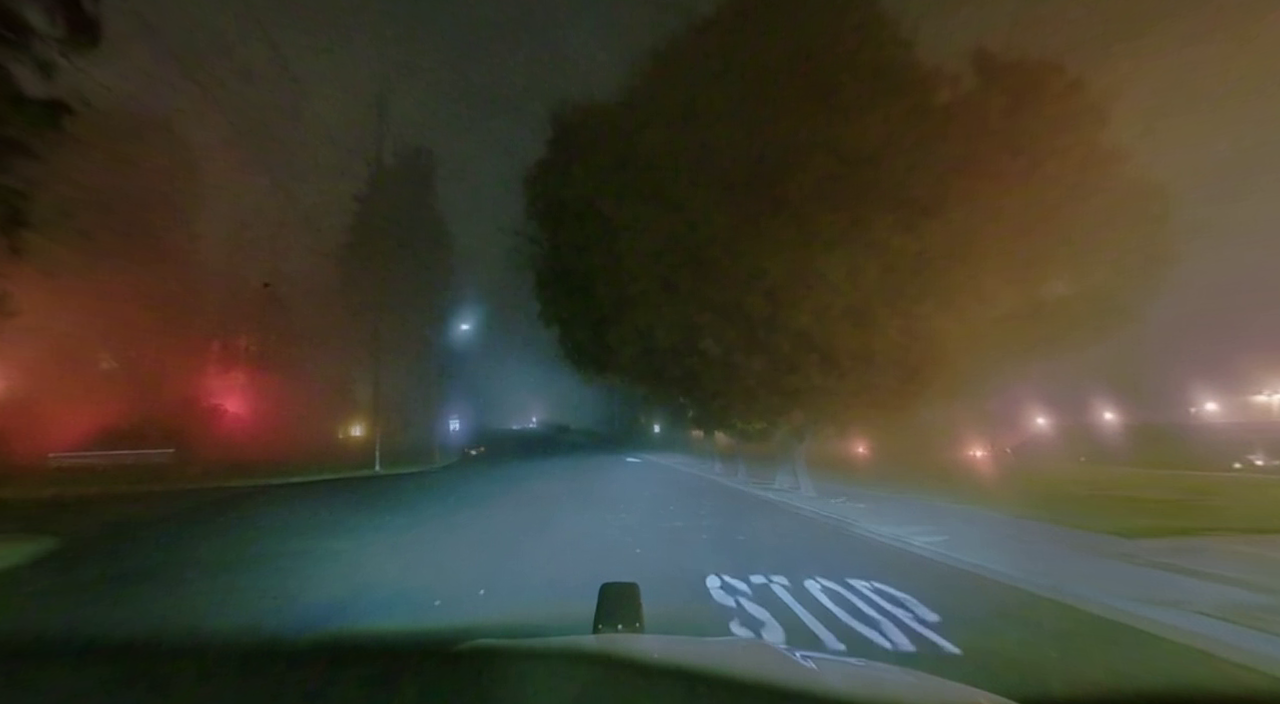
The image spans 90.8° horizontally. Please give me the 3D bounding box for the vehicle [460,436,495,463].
[{"bbox_3d":[-10.573,6.379,41.408,1.994,1.656,4.334,2,-9,-12],"label":"vehicle"}]

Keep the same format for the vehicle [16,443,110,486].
[{"bbox_3d":[-24.945,4.822,27.473,1.883,1.687,3.908,4,-9,-26],"label":"vehicle"}]

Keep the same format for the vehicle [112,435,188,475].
[{"bbox_3d":[-24.344,5.119,31.604,1.973,1.787,5.045,4,-9,-27],"label":"vehicle"}]
